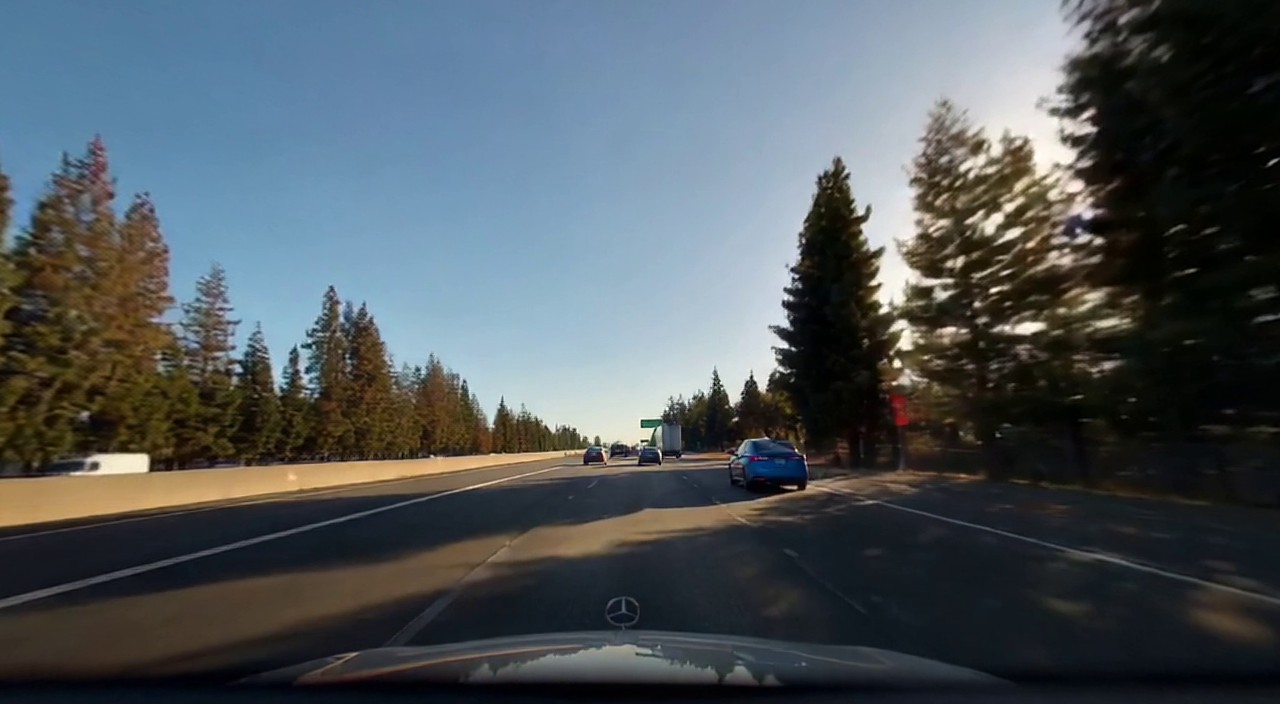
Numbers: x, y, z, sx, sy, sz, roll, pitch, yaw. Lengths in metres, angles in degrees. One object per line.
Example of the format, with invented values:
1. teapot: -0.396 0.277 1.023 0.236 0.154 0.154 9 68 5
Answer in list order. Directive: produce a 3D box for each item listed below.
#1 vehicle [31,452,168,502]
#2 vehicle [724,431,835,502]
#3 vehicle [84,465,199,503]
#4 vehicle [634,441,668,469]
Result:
1. vehicle: -28.895 6.642 34.027 2.301 2.405 5.567 0 -9 1
2. vehicle: 3.700 3.134 17.638 2.082 1.720 4.393 0 -9 0
3. vehicle: -25.242 6.662 32.143 1.985 1.648 4.681 0 -9 1
4. vehicle: 0.714 7.053 43.400 2.205 1.785 4.423 0 -9 0
